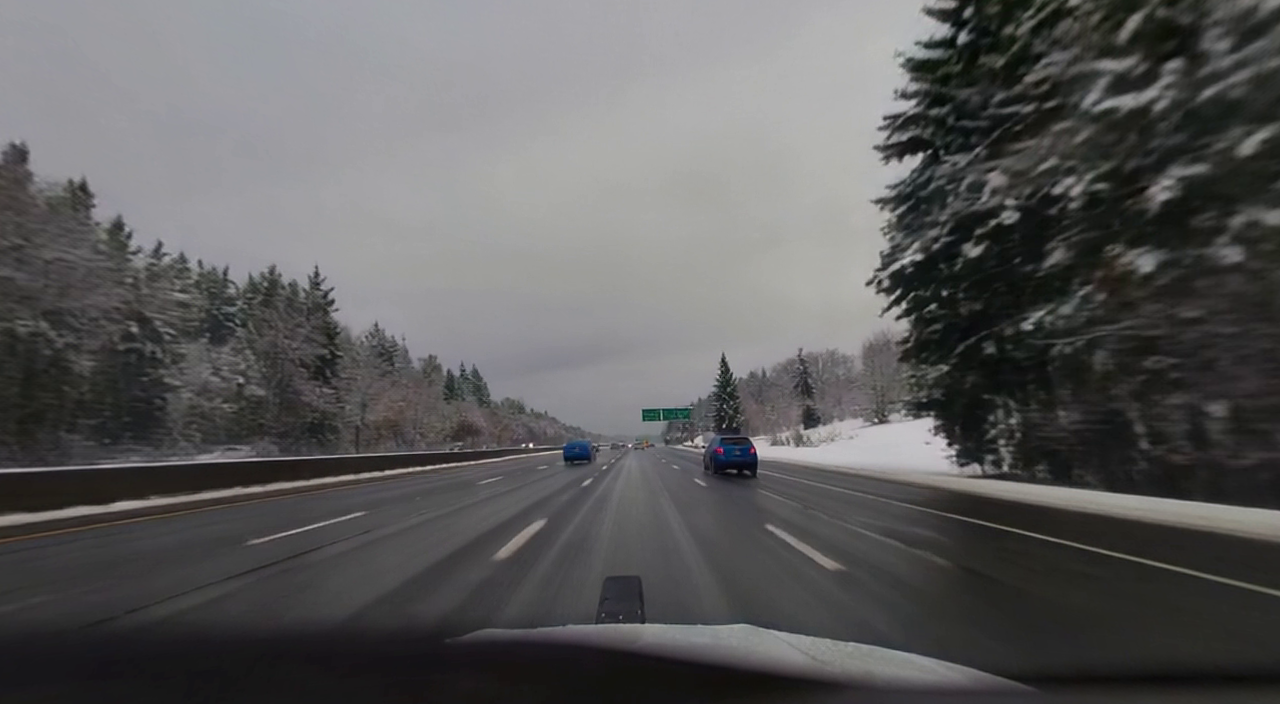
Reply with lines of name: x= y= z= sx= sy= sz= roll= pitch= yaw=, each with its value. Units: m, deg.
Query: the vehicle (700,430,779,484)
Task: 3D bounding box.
vehicle: x=3.376 y=3.689 z=22.347 sx=2.053 sy=1.714 sz=4.097 roll=0 pitch=-9 yaw=-1

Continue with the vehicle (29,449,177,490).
vehicle: x=-21.178 y=4.607 z=25.240 sx=1.951 sy=1.473 sz=4.542 roll=0 pitch=-9 yaw=-1

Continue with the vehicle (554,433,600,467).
vehicle: x=-3.523 y=5.602 z=36.103 sx=2.173 sy=1.793 sz=4.564 roll=0 pitch=-9 yaw=0

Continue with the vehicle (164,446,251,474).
vehicle: x=-25.020 y=6.242 z=36.812 sx=1.891 sy=1.540 sz=4.593 roll=0 pitch=-9 yaw=-1
